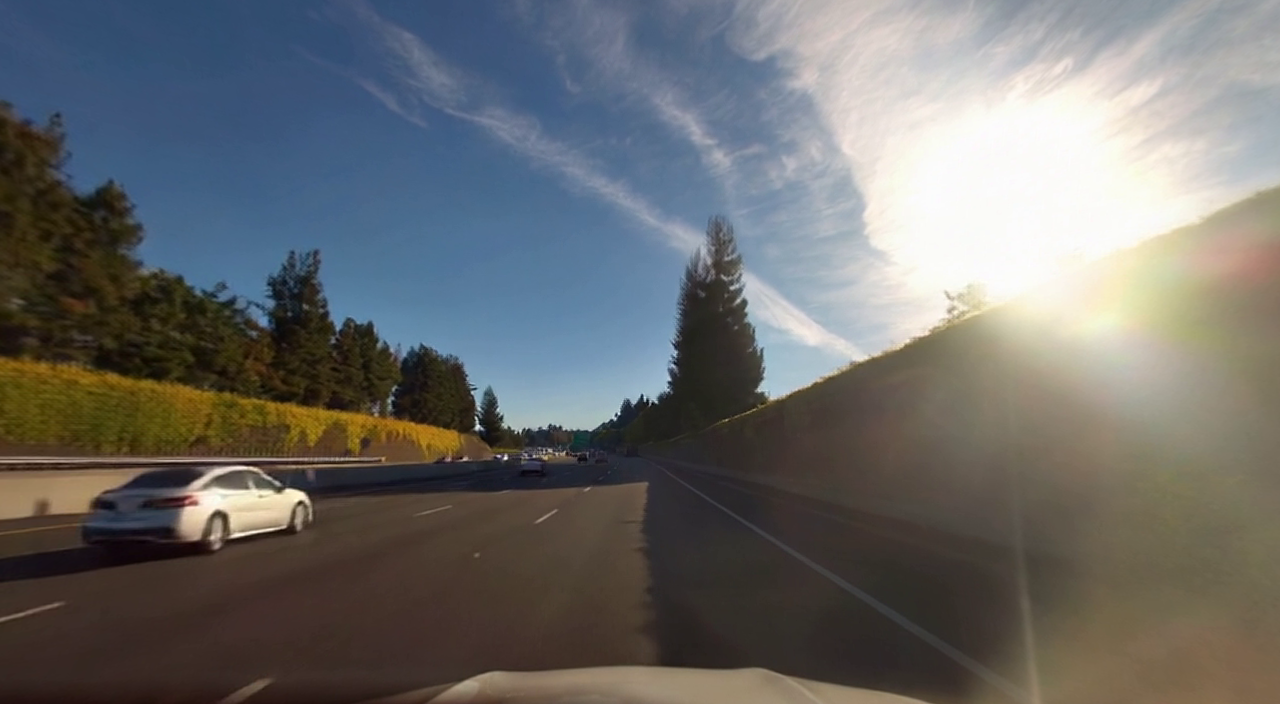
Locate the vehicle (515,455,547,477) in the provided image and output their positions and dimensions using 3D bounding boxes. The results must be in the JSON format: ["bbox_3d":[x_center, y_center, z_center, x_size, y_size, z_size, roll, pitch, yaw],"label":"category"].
[{"bbox_3d":[-7.956,8.379,46.310,1.742,1.494,3.795,0,-9,0],"label":"vehicle"}]

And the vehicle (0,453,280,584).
[{"bbox_3d":[-7.231,2.206,9.114,1.782,1.441,3.751,0,-9,1],"label":"vehicle"}]
